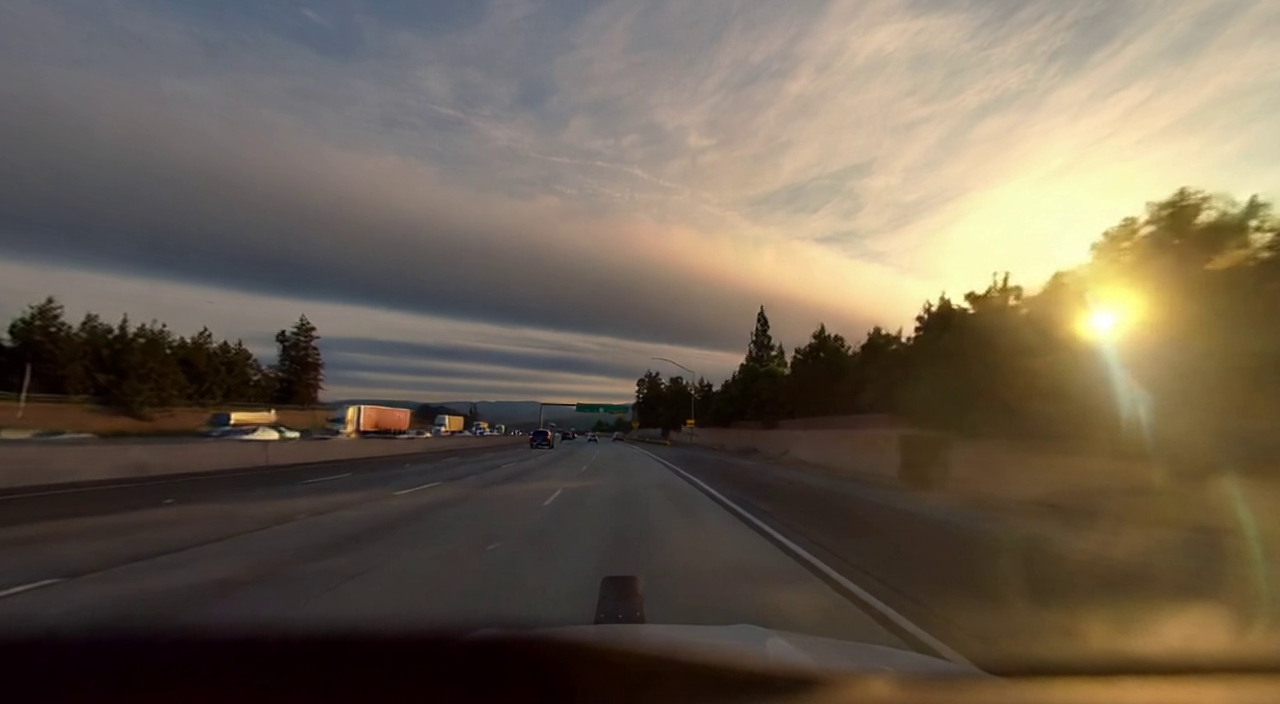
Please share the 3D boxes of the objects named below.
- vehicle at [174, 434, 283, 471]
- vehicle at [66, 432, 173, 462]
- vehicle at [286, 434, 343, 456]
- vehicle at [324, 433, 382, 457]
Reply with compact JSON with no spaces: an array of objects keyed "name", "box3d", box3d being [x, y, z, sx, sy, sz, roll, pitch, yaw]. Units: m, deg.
[{"name":"vehicle","box3d":[-19.077,4.629,29.502,1.995,1.584,4.624,0,-8,-1]},{"name":"vehicle","box3d":[-26.190,4.795,31.961,1.799,1.417,4.395,0,-8,-2]},{"name":"vehicle","box3d":[-22.860,6.526,44.464,1.815,1.416,4.350,0,-8,-2]},{"name":"vehicle","box3d":[-18.708,6.057,41.271,1.851,1.449,4.293,0,-8,-1]}]
